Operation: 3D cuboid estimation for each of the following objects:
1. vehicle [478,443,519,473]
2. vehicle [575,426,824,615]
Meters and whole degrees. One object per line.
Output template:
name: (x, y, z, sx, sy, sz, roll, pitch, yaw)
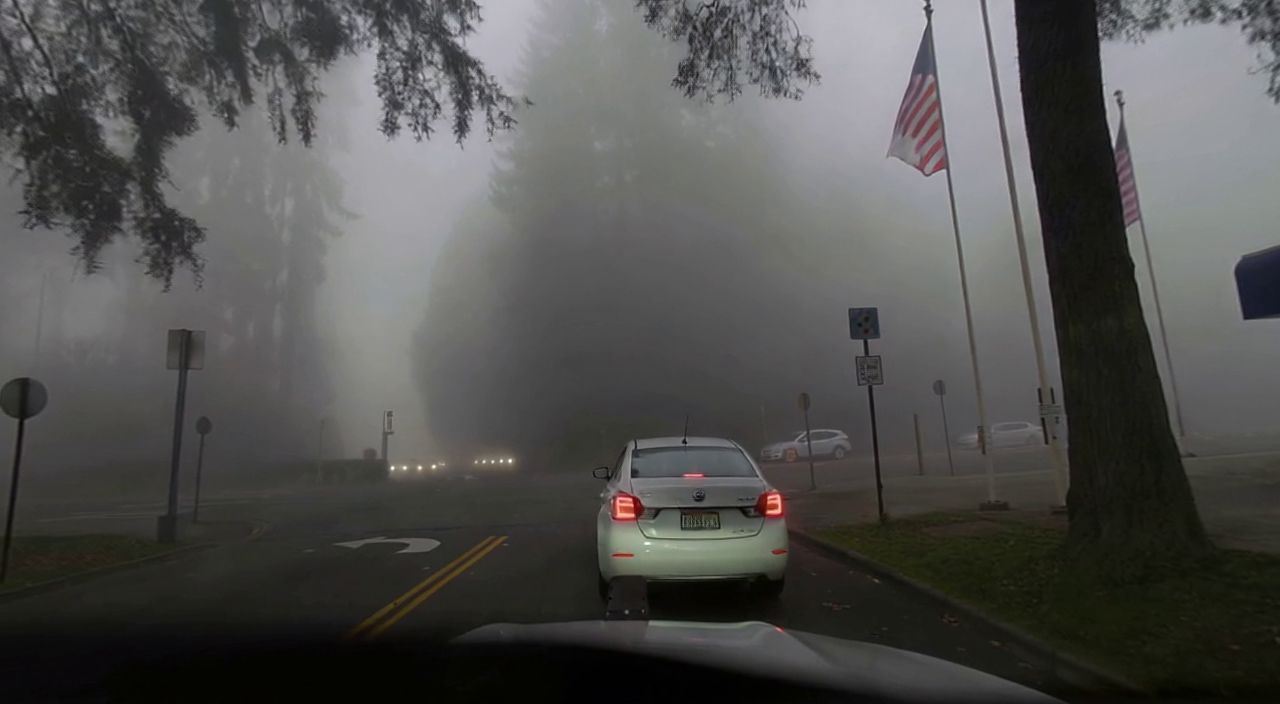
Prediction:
vehicle: (-10.007, 7.513, 44.878, 2.212, 1.948, 4.537, 0, -9, -6)
vehicle: (0.383, 1.619, 6.892, 1.985, 1.463, 3.647, 0, -9, -3)
